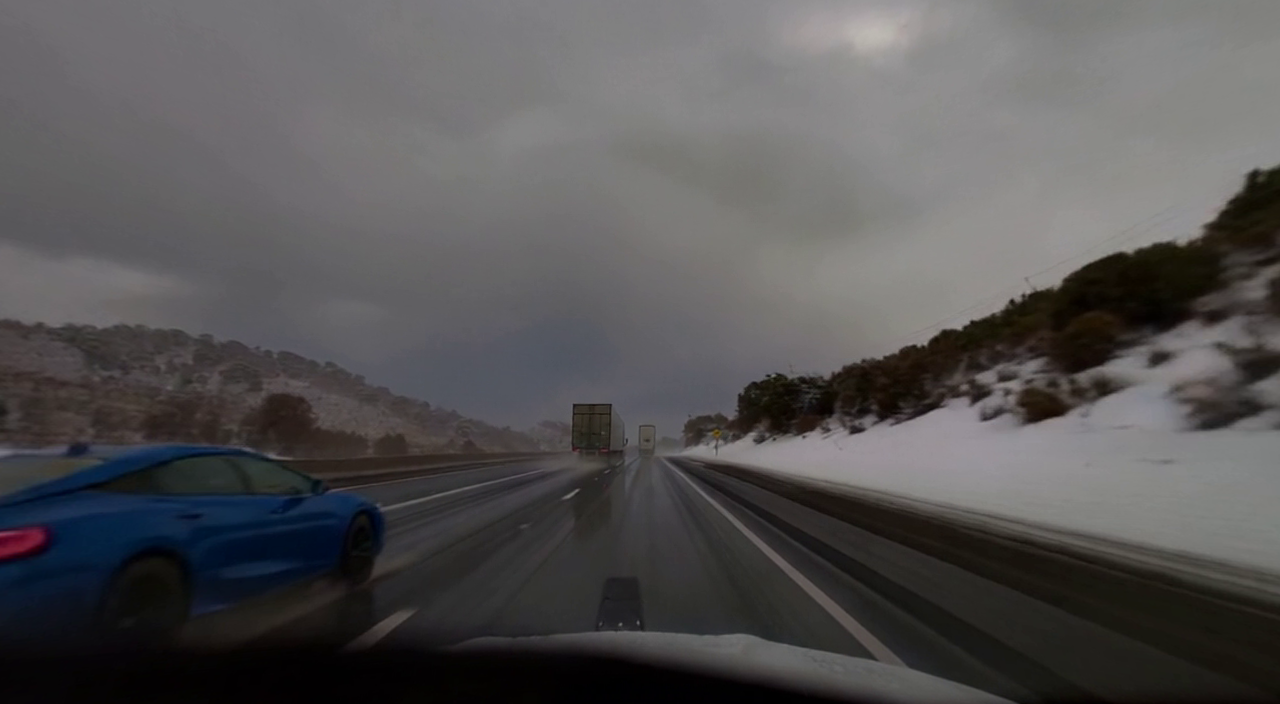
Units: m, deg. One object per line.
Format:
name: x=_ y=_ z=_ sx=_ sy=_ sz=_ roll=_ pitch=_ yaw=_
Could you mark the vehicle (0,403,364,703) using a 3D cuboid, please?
vehicle: x=-3.919 y=1.214 z=4.051 sx=2.038 sy=1.596 sz=4.769 roll=0 pitch=-8 yaw=1
